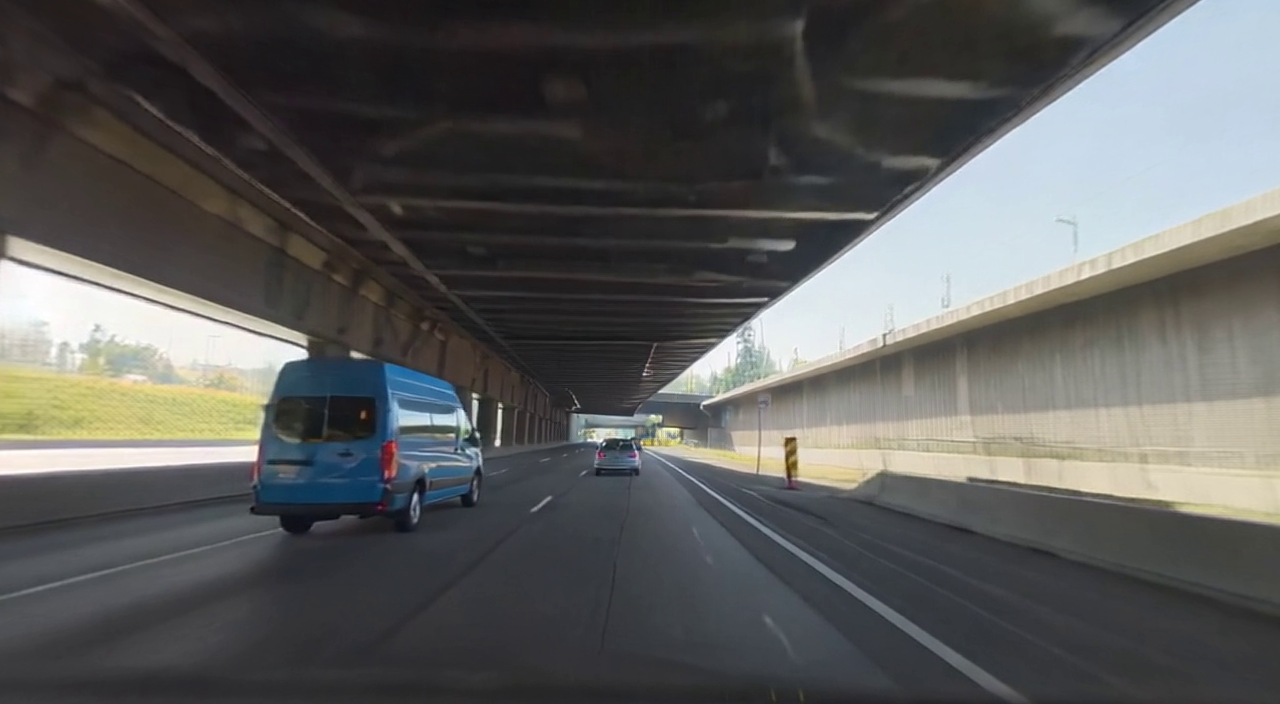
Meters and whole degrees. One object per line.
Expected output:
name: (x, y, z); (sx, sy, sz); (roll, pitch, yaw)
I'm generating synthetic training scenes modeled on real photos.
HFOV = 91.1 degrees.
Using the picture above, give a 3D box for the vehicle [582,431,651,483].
vehicle: (-0.738, 3.489, 21.297); (2.095, 1.553, 4.069); (0, -8, -1)

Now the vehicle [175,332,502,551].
vehicle: (-3.977, 1.354, 9.773); (2.404, 2.459, 5.229); (0, -8, 1)
